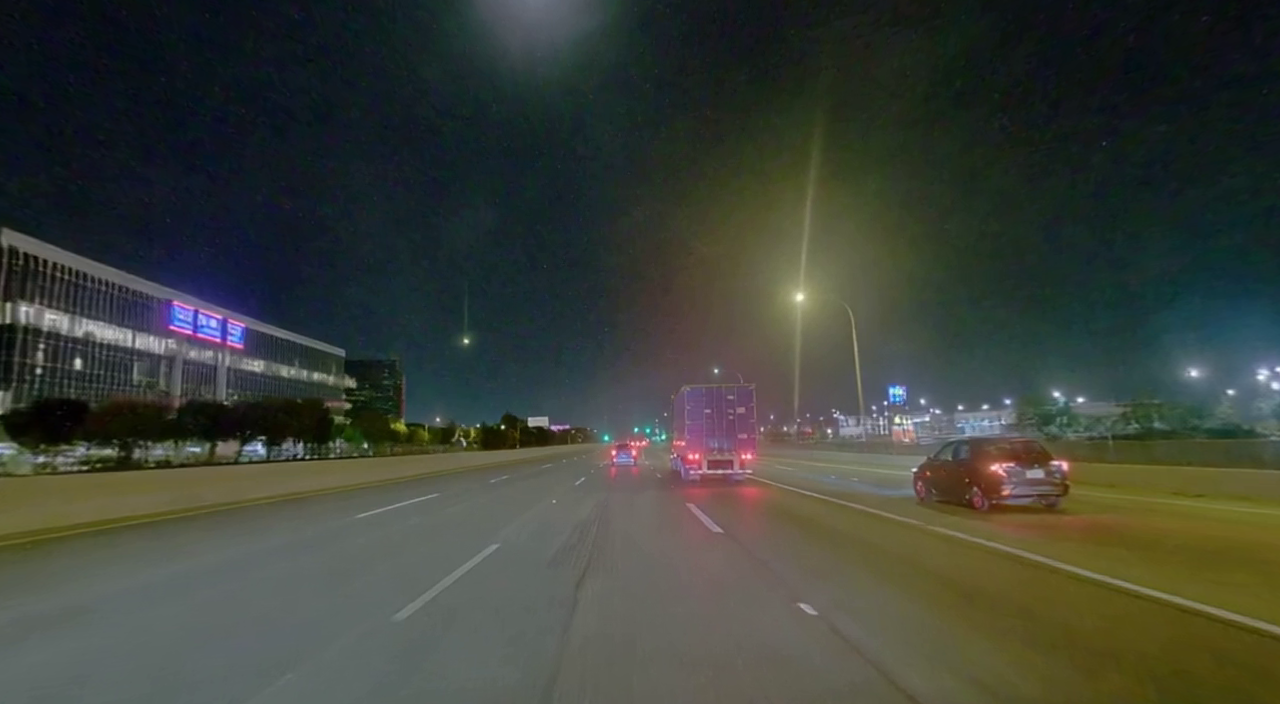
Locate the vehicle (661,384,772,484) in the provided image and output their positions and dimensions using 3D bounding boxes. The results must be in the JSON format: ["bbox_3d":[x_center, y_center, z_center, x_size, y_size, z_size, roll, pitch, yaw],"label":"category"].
[{"bbox_3d":[2.746,3.538,26.646,2.934,3.325,10.986,0,-9,-2],"label":"vehicle"}]

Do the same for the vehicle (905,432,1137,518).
[{"bbox_3d":[7.764,2.537,13.580,2.105,1.494,4.537,0,-9,0],"label":"vehicle"}]

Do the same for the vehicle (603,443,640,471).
[{"bbox_3d":[-0.979,5.758,34.784,1.929,1.395,3.999,0,-9,-1],"label":"vehicle"}]
